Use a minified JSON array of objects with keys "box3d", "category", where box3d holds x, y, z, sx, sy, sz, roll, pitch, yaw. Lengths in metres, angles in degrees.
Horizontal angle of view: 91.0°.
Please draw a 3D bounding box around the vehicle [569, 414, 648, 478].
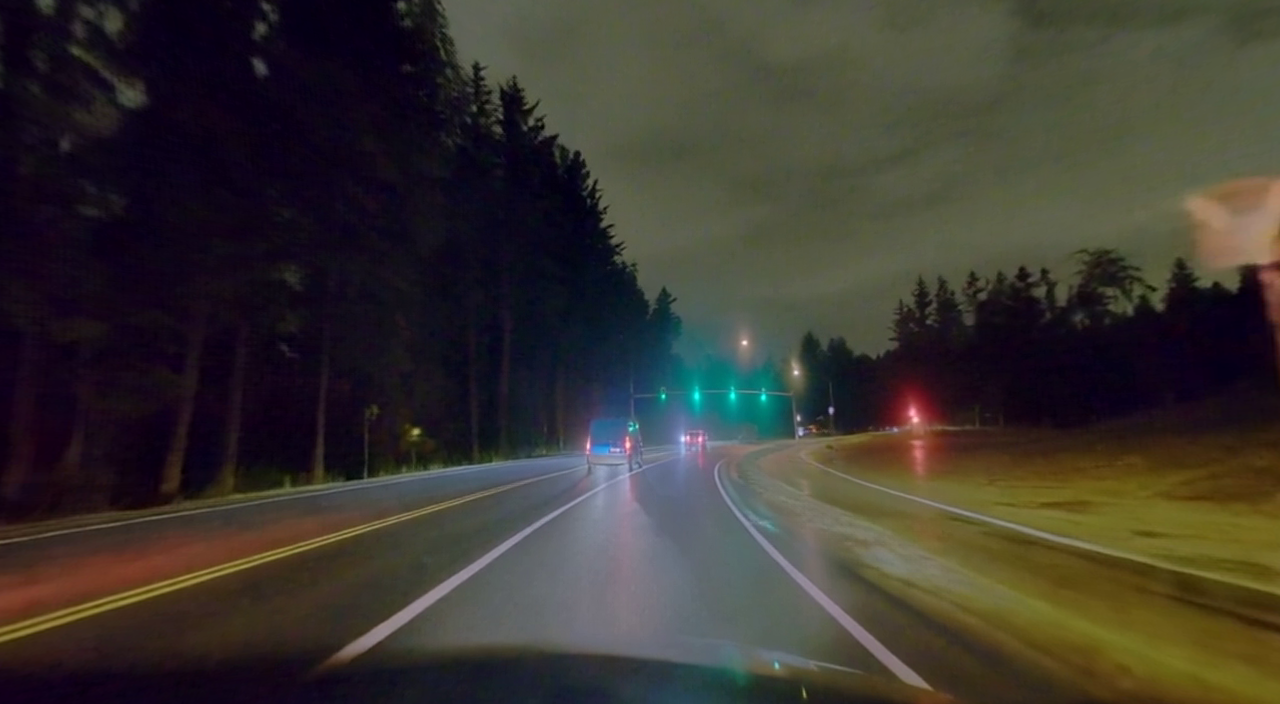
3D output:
[{"box3d":[-1.042,3.590,24.243,2.362,2.185,5.212,0,-8,5],"category":"vehicle"}]
